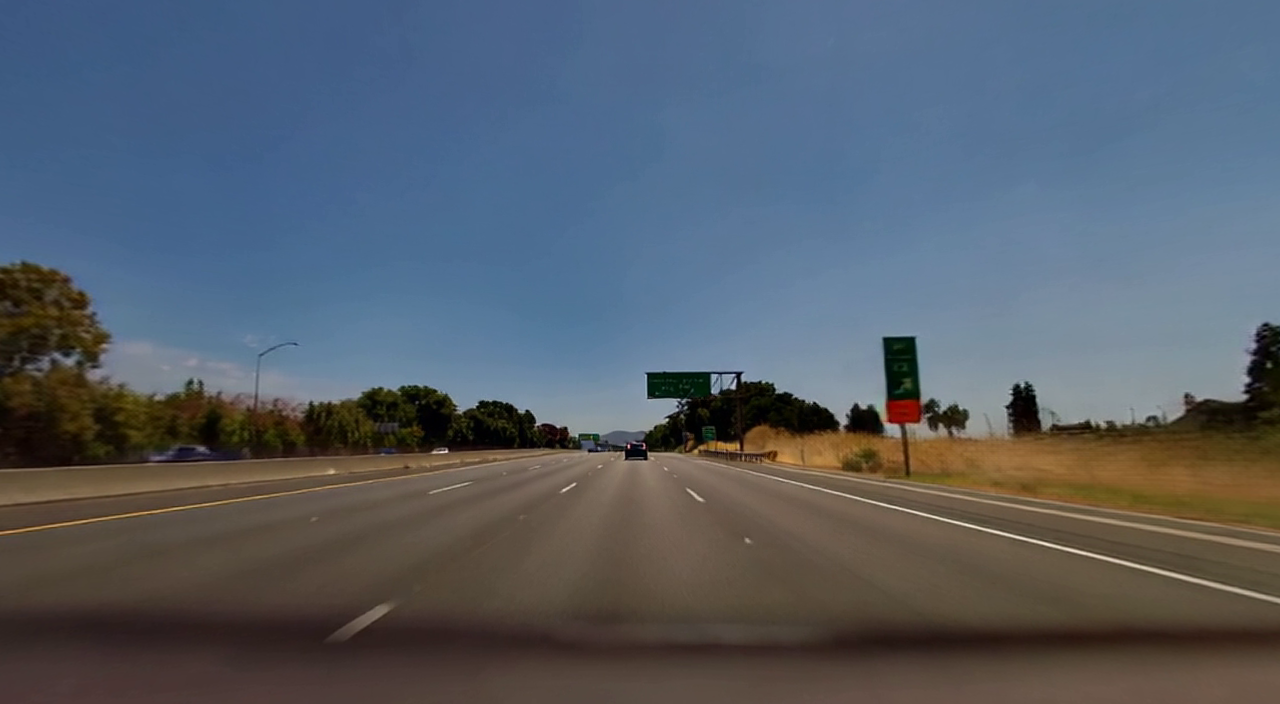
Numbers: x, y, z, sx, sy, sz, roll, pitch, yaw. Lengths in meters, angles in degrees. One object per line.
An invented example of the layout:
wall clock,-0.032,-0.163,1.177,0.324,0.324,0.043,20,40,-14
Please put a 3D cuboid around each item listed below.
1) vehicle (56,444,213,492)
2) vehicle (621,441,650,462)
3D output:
vehicle,-17.614,4.034,22.358,1.974,1.513,4.348,0,-9,-1
vehicle,-0.366,7.328,46.695,2.025,1.460,4.189,0,-9,-1
